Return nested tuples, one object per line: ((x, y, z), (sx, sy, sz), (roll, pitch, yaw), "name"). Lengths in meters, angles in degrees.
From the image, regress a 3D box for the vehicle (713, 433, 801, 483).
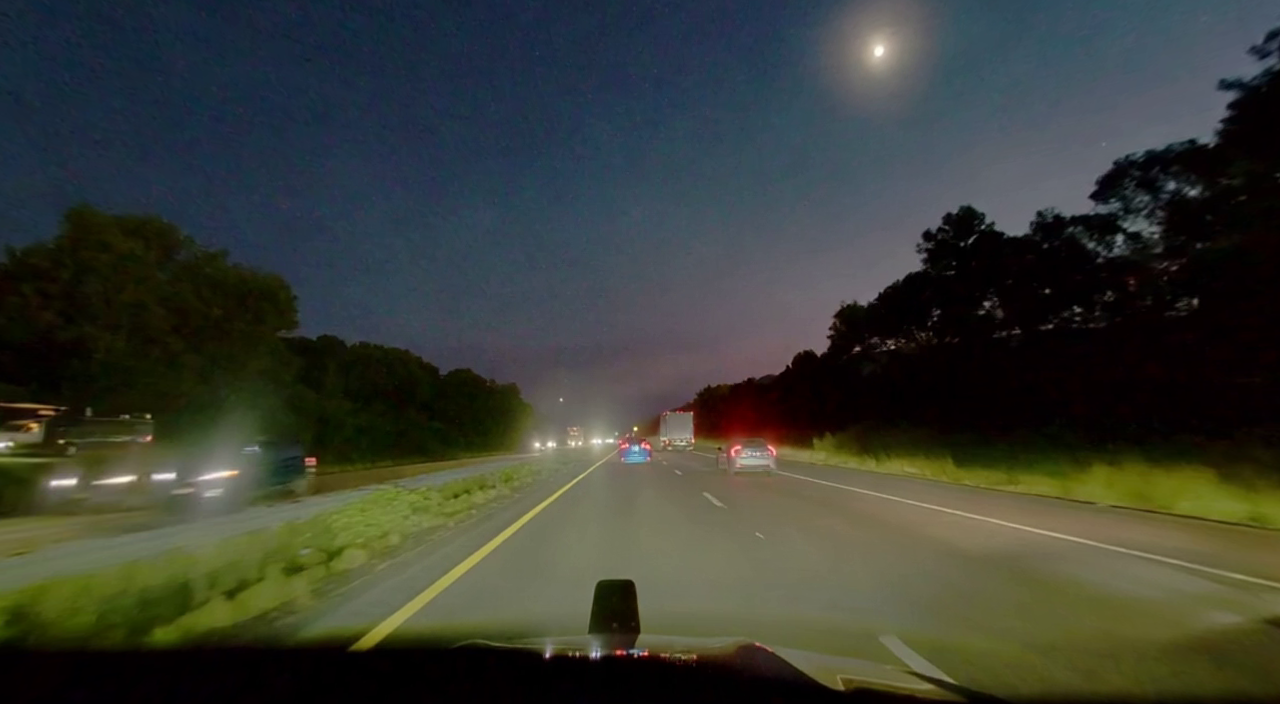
((3.775, 3.483, 21.222), (2.004, 1.469, 4.472), (0, -8, -2), "vehicle")

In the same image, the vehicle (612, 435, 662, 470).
((-0.141, 4.583, 29.099), (2.143, 1.466, 3.693), (0, -8, 0), "vehicle")

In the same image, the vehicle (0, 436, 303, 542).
((-9.165, 2.500, 12.519), (2.103, 1.616, 5.187), (0, -8, 0), "vehicle")
